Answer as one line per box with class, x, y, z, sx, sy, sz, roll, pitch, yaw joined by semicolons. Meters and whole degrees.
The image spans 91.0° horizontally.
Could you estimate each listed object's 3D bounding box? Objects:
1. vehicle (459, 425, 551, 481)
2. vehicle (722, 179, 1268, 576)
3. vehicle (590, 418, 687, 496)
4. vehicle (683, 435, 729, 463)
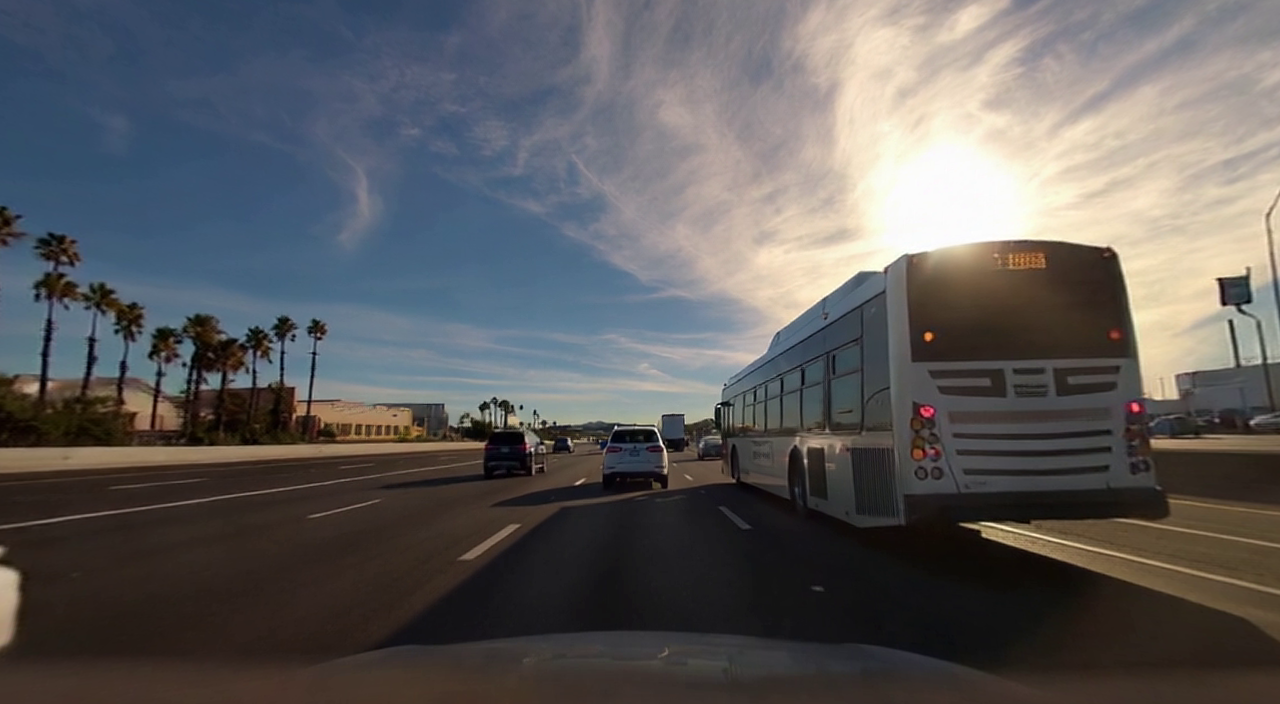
vehicle;-4.594;3.531;22.215;2.100;1.765;4.743;0;-8;1
vehicle;4.030;1.194;12.810;3.020;3.622;14.302;0;-8;1
vehicle;0.008;2.777;16.940;2.268;1.796;4.280;0;-8;1
vehicle;3.702;5.562;36.139;2.039;1.516;4.521;0;-8;-2
